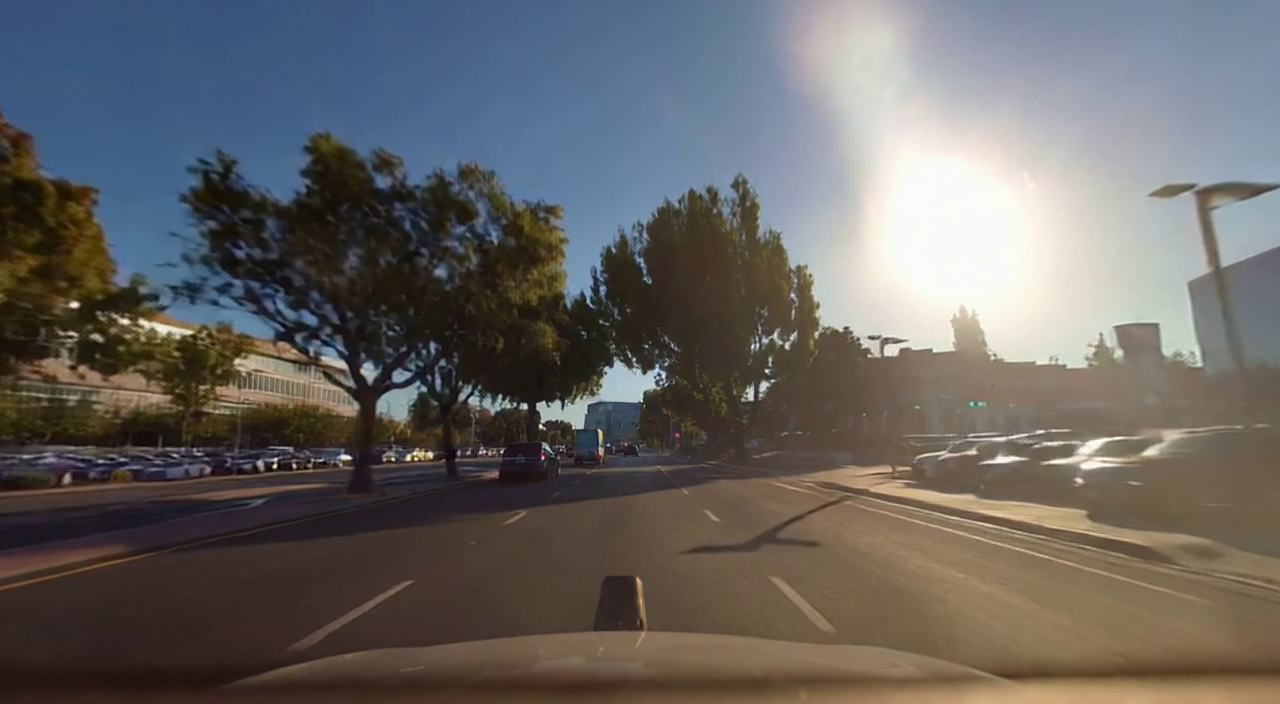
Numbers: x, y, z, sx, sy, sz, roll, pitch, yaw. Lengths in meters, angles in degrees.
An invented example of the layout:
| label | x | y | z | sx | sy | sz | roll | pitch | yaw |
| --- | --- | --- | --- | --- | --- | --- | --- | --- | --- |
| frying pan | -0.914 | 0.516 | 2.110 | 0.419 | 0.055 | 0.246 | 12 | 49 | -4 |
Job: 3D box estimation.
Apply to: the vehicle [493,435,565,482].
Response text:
| label | x | y | z | sx | sy | sz | roll | pitch | yaw |
| --- | --- | --- | --- | --- | --- | --- | --- | --- | --- |
| vehicle | -4.362 | 4.257 | 25.431 | 2.109 | 1.672 | 4.256 | 0 | -8 | 0 |

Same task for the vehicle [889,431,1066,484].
| label | x | y | z | sx | sy | sz | roll | pitch | yaw |
| --- | --- | --- | --- | --- | --- | --- | --- | --- | --- |
| vehicle | 12.689 | 3.989 | 23.941 | 5.500 | 1.749 | 2.057 | -1 | -9 | -3 |

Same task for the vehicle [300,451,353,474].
| label | x | y | z | sx | sy | sz | roll | pitch | yaw |
| --- | --- | --- | --- | --- | --- | --- | --- | --- | --- |
| vehicle | -23.145 | 8.153 | 46.658 | 1.858 | 1.530 | 4.044 | 0 | -8 | 0 |

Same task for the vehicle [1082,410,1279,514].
| label | x | y | z | sx | sy | sz | roll | pitch | yaw |
| --- | --- | --- | --- | --- | --- | --- | --- | --- | --- |
| vehicle | 12.433 | 2.240 | 13.028 | 5.454 | 1.829 | 2.288 | 3 | -9 | -15 |
